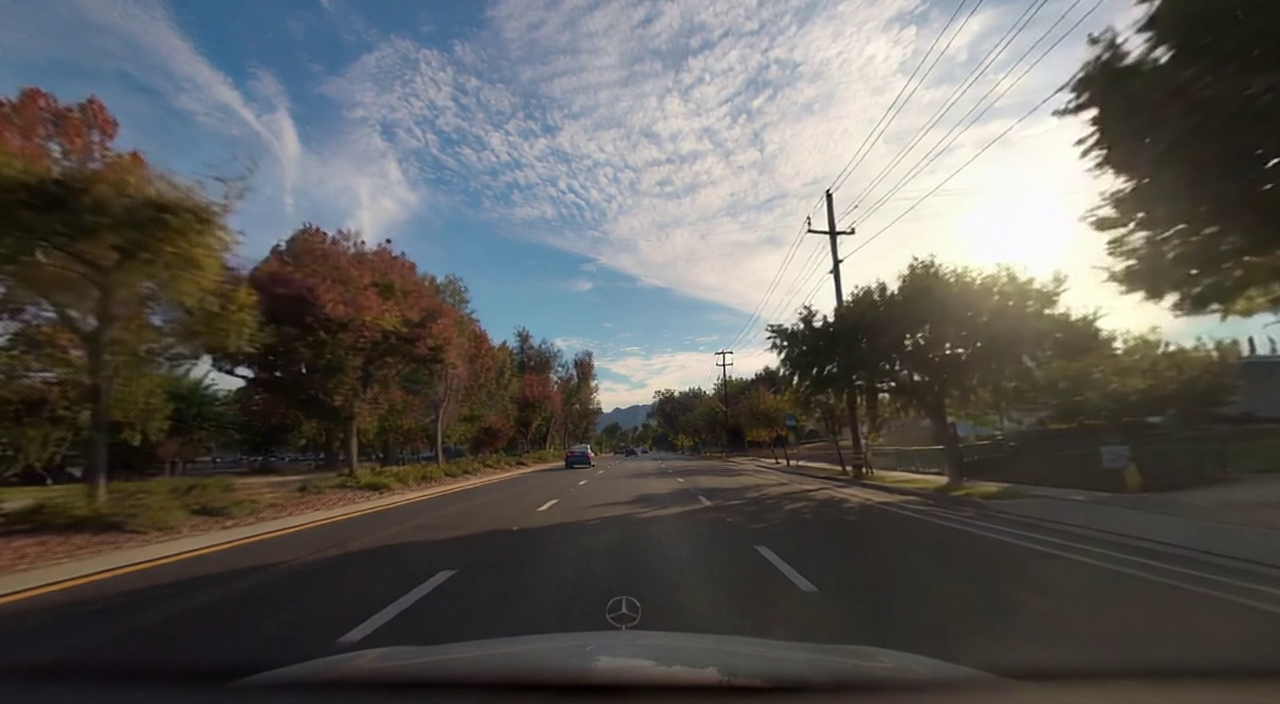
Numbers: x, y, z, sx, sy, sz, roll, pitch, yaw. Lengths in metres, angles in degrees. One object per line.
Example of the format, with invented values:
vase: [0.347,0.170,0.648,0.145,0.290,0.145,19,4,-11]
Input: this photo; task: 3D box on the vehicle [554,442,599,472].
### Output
vehicle: [-3.445,5.764,34.800,2.007,1.514,4.049,-1,-8,1]
